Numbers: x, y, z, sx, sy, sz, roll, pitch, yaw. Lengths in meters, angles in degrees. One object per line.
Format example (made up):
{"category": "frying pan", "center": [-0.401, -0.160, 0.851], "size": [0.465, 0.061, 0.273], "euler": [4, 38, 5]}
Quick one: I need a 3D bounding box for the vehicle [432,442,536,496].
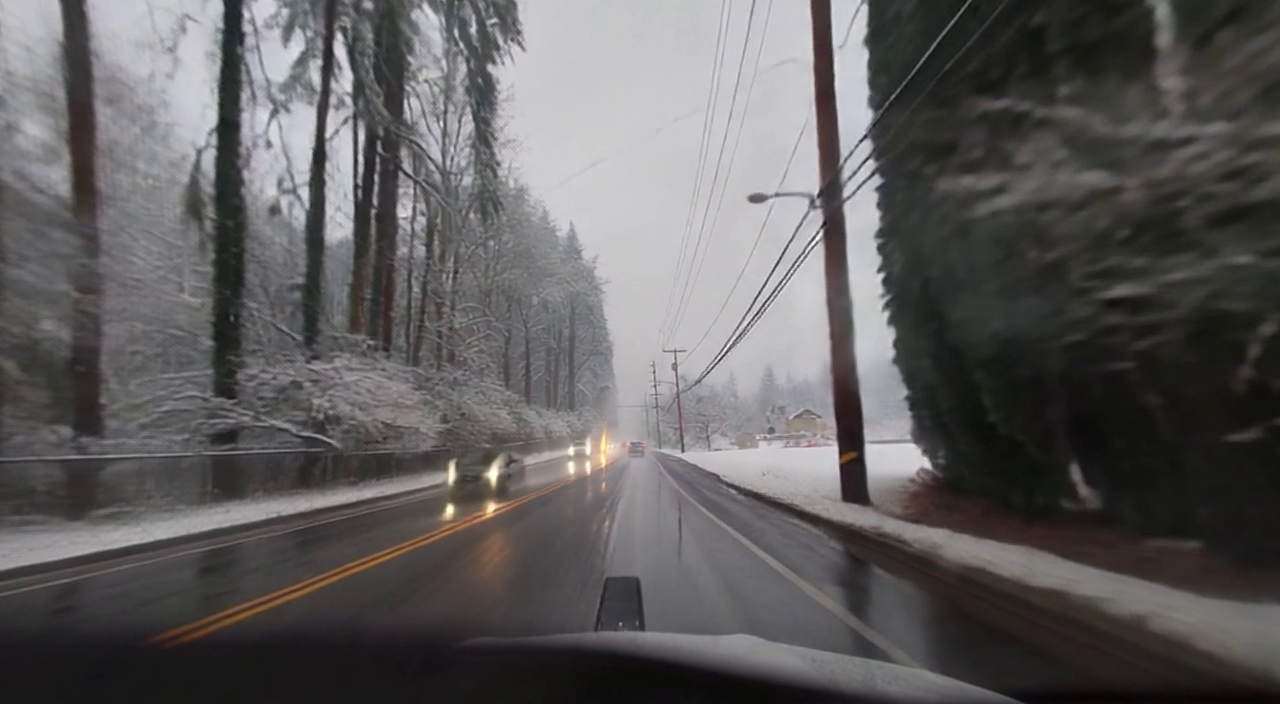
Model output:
{"category": "vehicle", "center": [-4.740, 3.594, 19.881], "size": [2.069, 1.471, 4.226], "euler": [-1, -8, 2]}
